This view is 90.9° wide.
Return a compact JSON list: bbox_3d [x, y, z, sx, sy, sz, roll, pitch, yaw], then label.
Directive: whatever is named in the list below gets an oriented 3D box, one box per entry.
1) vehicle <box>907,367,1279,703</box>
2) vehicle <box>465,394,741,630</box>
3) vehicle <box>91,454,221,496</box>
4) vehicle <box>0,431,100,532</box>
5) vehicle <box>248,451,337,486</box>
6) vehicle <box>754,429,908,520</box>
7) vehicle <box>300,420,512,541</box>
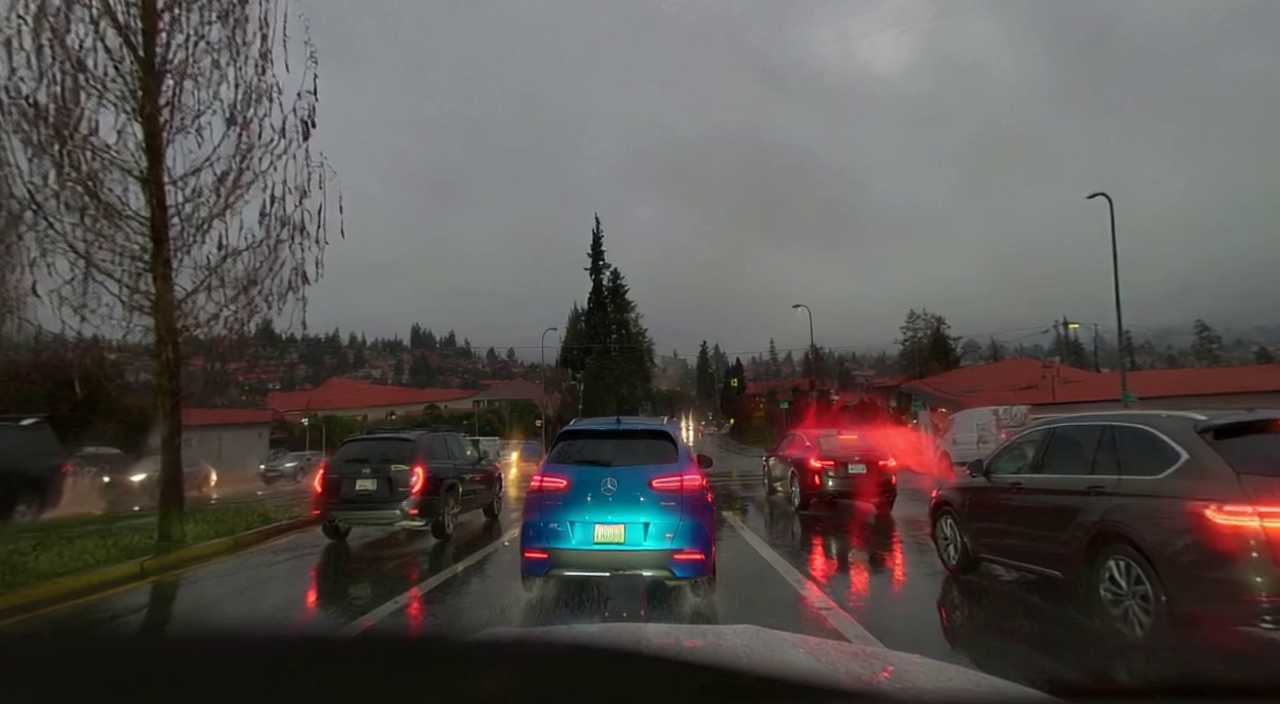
[{"bbox_3d":[4.156,1.264,5.379,2.014,1.740,4.515,0,-8,4],"label":"vehicle"},{"bbox_3d":[-0.163,1.470,6.736,2.022,1.700,4.084,0,-8,3],"label":"vehicle"},{"bbox_3d":[-19.763,5.015,26.042,1.821,1.503,4.384,0,-8,0],"label":"vehicle"},{"bbox_3d":[-12.203,2.203,10.635,1.966,1.757,4.622,0,-8,2],"label":"vehicle"},{"bbox_3d":[-15.703,5.251,28.756,1.774,1.468,3.863,0,-8,1],"label":"vehicle"},{"bbox_3d":[3.682,2.423,12.960,1.847,1.554,3.885,0,-8,-2],"label":"vehicle"},{"bbox_3d":[-3.759,2.143,11.152,2.012,1.701,4.316,0,-8,1],"label":"vehicle"}]
